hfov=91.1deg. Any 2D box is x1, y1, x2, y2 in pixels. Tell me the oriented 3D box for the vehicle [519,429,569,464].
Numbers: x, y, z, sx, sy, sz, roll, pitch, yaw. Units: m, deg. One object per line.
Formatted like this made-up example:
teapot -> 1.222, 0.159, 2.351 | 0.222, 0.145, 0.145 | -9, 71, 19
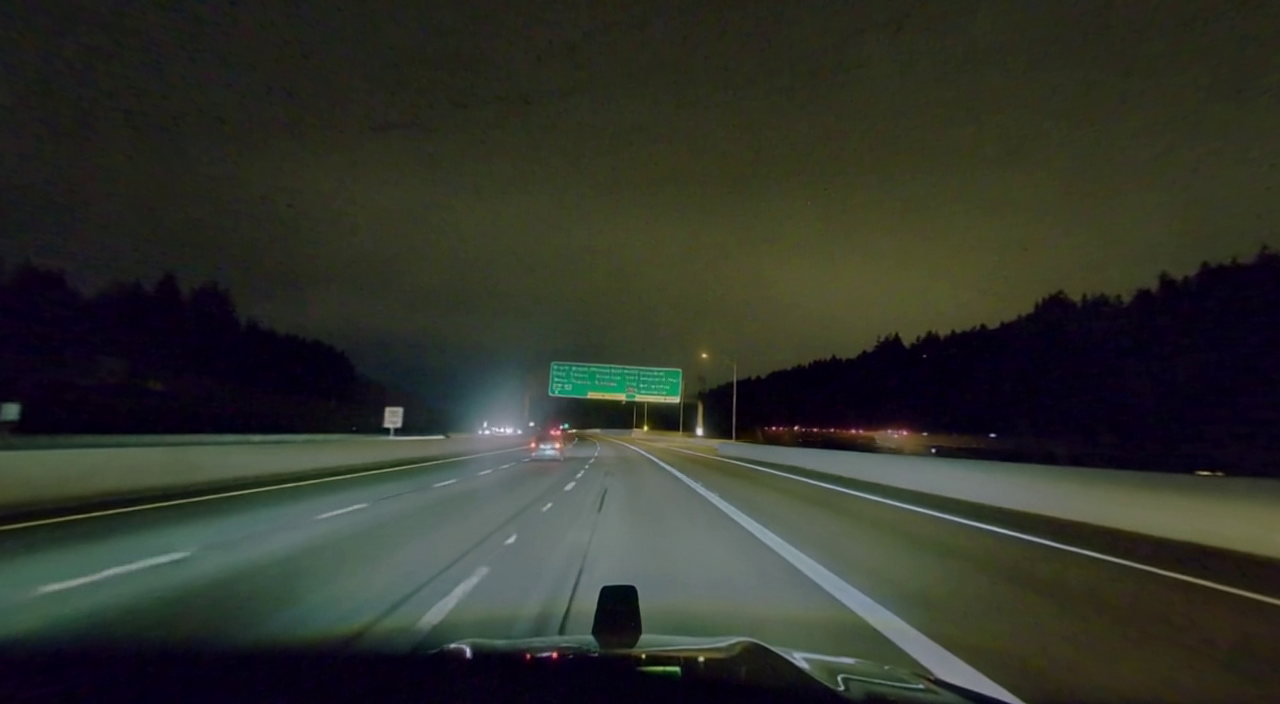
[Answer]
vehicle -> -4.578, 4.564, 30.456 | 1.878, 1.548, 3.966 | 0, -8, -1
